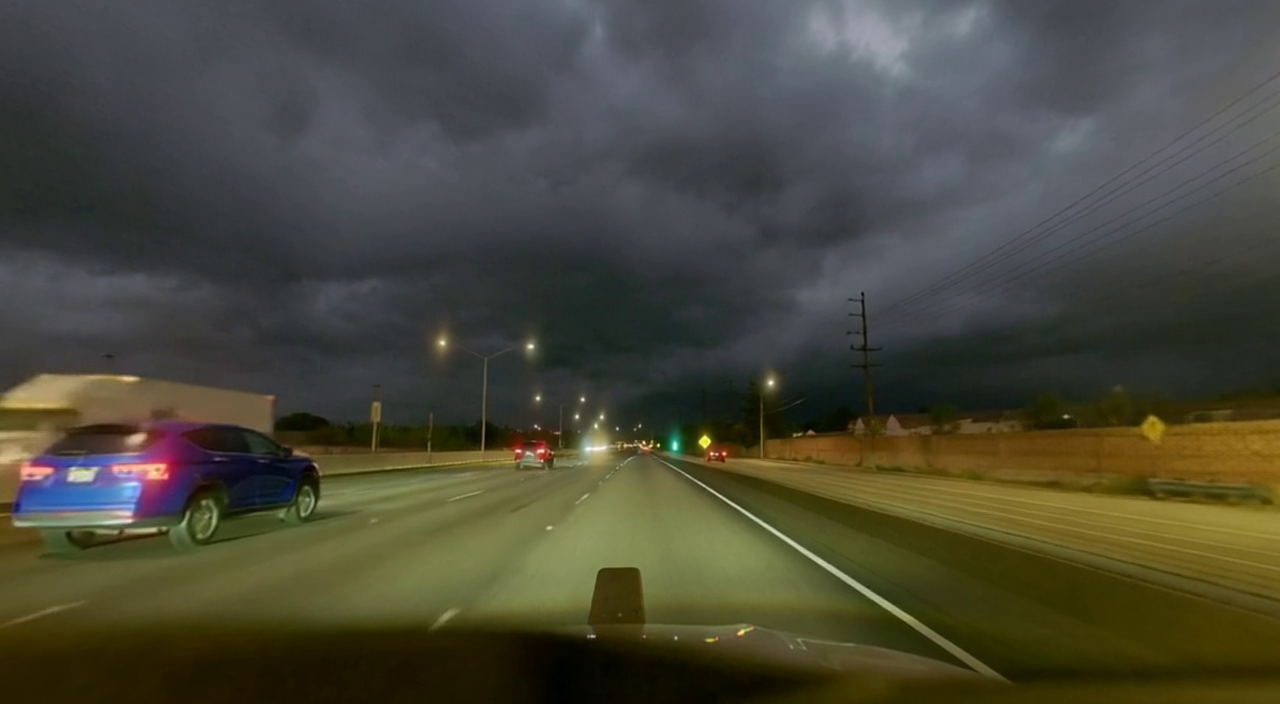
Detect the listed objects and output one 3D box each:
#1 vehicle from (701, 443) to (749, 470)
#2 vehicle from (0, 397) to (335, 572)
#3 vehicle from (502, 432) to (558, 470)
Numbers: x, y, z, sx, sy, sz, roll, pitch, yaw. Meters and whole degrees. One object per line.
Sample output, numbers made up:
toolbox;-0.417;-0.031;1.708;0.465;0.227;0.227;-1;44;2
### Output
vehicle;5.131;6.378;38.639;2.251;1.520;4.550;1;-9;-1
vehicle;-6.360;1.639;8.544;2.058;1.698;4.567;0;-9;1
vehicle;-6.115;5.595;35.737;2.255;1.934;4.868;0;-9;0
